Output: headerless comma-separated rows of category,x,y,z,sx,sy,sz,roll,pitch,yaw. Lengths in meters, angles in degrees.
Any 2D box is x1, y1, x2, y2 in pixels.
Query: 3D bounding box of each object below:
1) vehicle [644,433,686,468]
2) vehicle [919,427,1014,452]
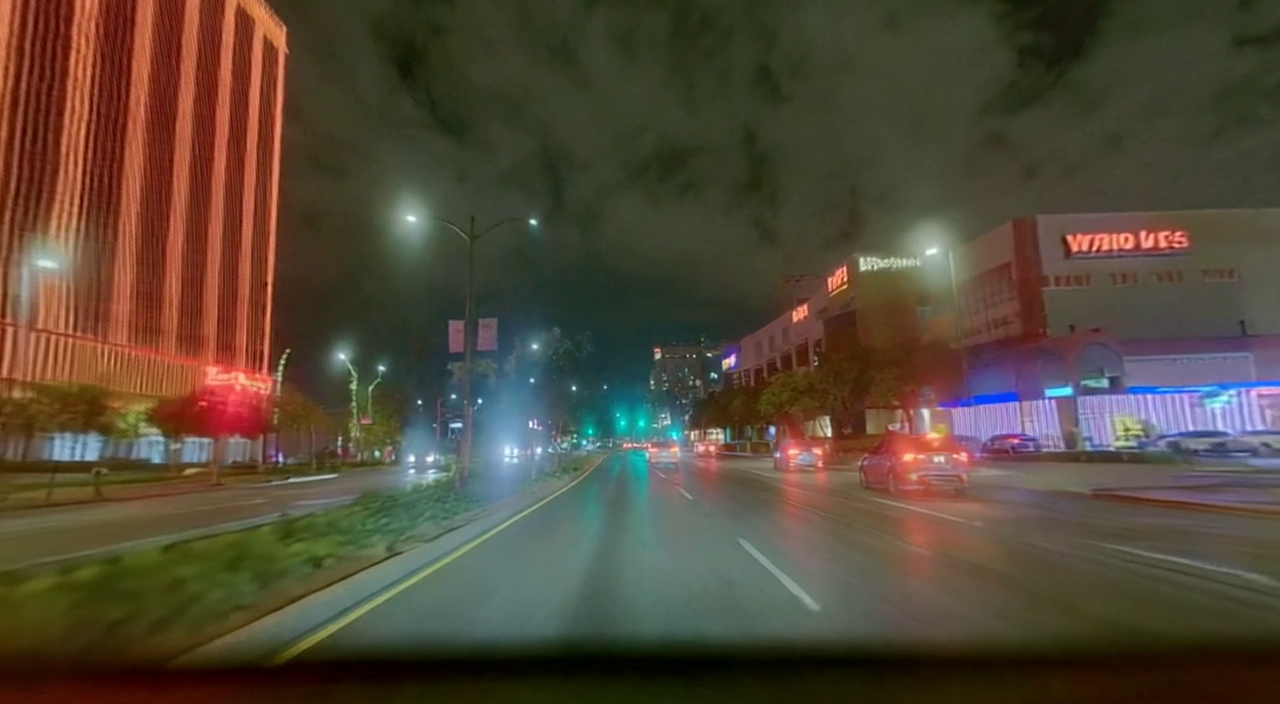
vehicle,1.385,5.241,33.725,2.100,1.683,4.231,-1,-8,4
vehicle,19.848,5.357,38.530,4.619,1.447,2.054,0,-8,-1
